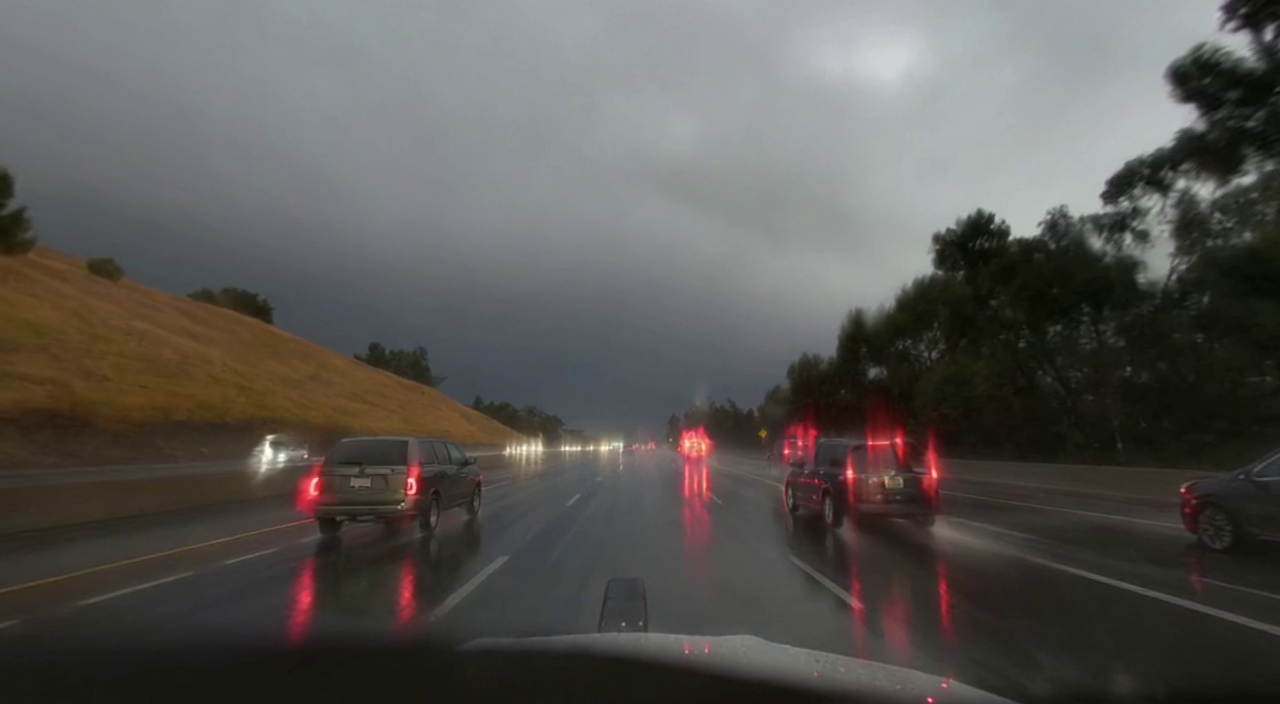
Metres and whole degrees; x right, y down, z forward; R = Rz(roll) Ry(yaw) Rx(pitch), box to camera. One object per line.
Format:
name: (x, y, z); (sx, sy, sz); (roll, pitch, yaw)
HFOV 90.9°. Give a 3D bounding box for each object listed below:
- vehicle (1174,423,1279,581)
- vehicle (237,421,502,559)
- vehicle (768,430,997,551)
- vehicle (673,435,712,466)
vehicle: (7.115, 1.227, 4.674); (2.035, 1.486, 4.867); (0, -8, 0)
vehicle: (-3.805, 2.019, 9.981); (2.166, 1.672, 4.388); (0, -8, 1)
vehicle: (3.470, 2.054, 10.077); (1.941, 1.481, 4.300); (0, -8, 0)
vehicle: (3.476, 6.603, 42.502); (2.121, 1.925, 5.056); (0, -8, -1)
